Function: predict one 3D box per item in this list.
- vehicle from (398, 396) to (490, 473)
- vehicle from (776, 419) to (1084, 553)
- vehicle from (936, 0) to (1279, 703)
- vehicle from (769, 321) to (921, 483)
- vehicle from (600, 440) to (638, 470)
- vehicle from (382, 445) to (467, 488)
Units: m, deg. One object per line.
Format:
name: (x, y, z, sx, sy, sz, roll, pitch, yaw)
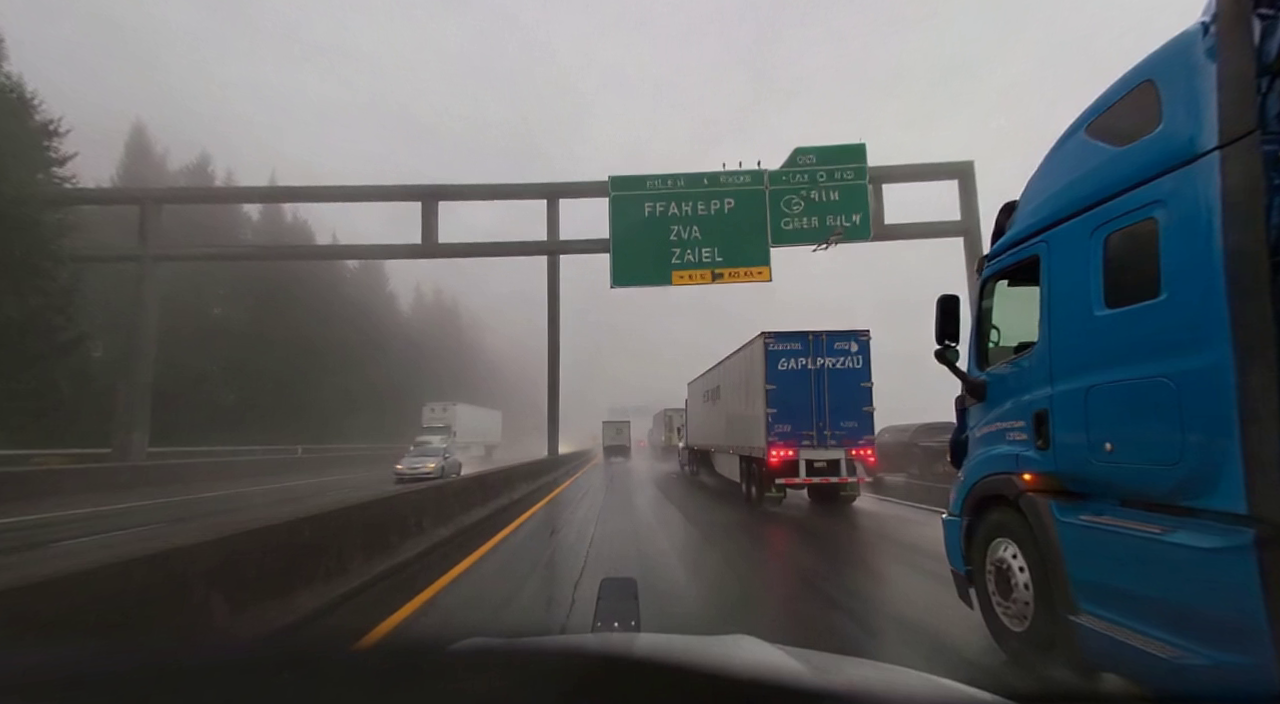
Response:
vehicle: (-13.497, 5.952, 44.837, 2.972, 4.669, 12.286, 0, -8, -2)
vehicle: (4.355, 1.827, 9.366, 4.253, 1.543, 2.045, 4, -9, -31)
vehicle: (4.023, -0.177, 2.065, 2.951, 3.857, 5.902, 0, -8, -1)
vehicle: (4.079, 1.054, 12.943, 2.244, 3.047, 2.035, 0, -8, -2)
vehicle: (-1.111, 5.532, 34.045, 1.943, 1.491, 3.459, 0, -8, -1)
vehicle: (-9.007, 4.800, 26.763, 2.045, 1.603, 4.731, 0, -8, -1)
